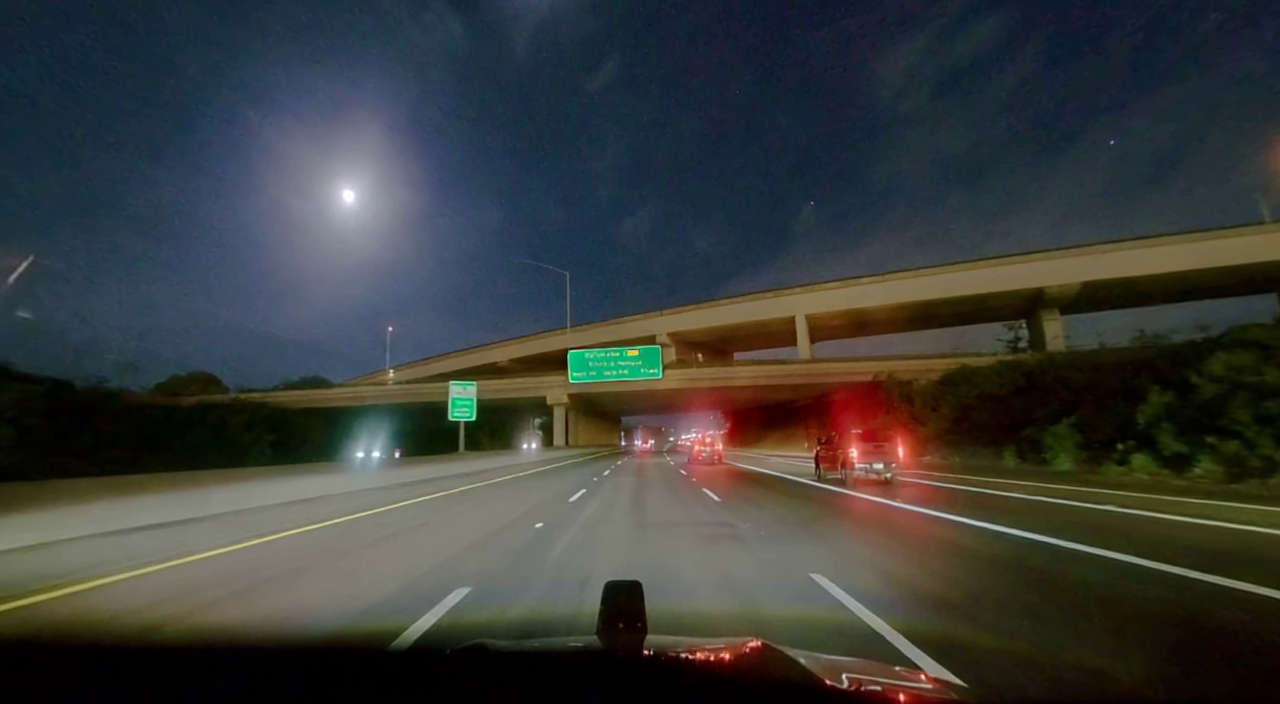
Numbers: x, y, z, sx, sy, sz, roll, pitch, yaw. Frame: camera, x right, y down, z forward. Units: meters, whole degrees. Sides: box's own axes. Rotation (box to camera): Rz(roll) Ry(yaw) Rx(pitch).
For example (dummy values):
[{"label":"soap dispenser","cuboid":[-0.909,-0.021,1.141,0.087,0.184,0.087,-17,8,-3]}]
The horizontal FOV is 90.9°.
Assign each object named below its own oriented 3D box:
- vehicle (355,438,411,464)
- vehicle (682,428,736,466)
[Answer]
[{"label":"vehicle","cuboid":[-19.349,7.477,47.771,2.113,1.797,4.867,0,-8,1]},{"label":"vehicle","cuboid":[3.938,5.597,37.161,2.505,2.020,5.532,0,-8,0]}]
